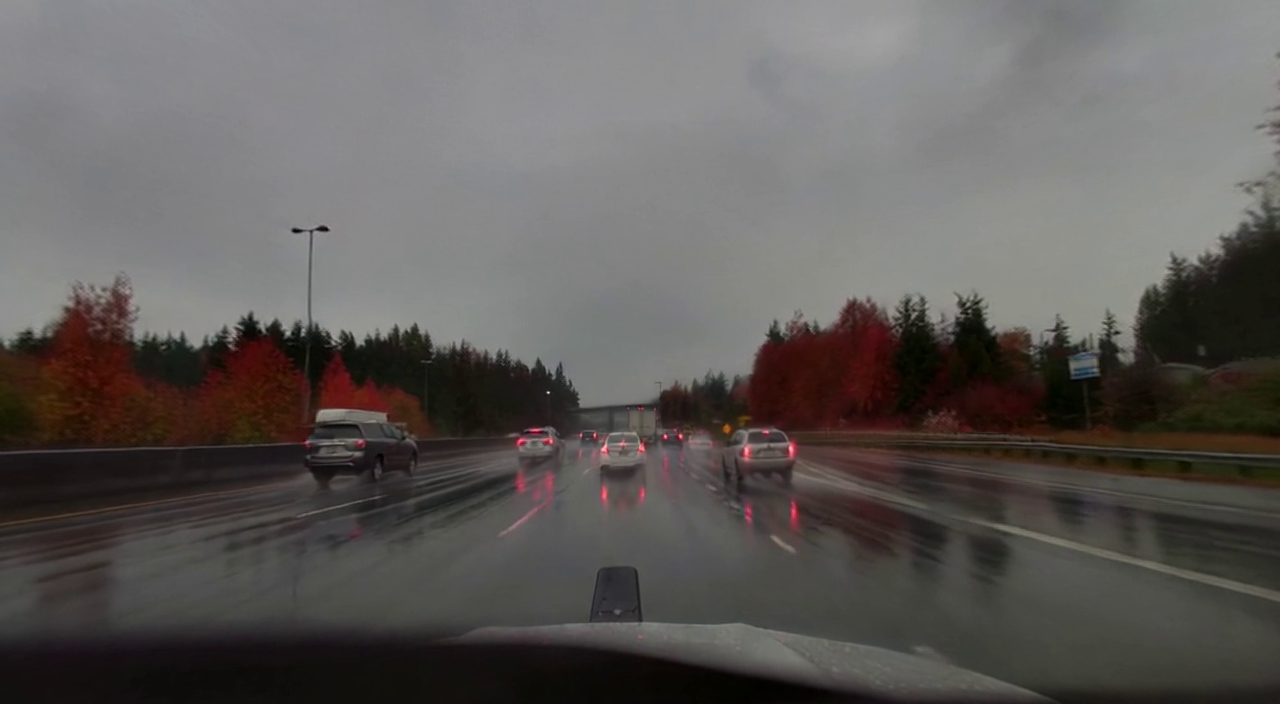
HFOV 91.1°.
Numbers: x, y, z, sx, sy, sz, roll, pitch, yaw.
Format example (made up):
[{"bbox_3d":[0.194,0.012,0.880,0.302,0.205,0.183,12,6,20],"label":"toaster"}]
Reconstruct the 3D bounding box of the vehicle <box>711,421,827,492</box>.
[{"bbox_3d":[3.274,2.733,16.924,2.095,1.650,4.331,0,-8,-1],"label":"vehicle"}]

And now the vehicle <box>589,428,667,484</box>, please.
[{"bbox_3d":[-0.301,3.108,19.193,2.111,1.494,4.364,0,-8,1],"label":"vehicle"}]

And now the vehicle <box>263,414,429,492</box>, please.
[{"bbox_3d":[-7.524,2.626,16.778,2.117,1.779,4.745,0,-8,0],"label":"vehicle"}]

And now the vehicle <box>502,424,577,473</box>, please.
[{"bbox_3d":[-3.673,3.623,23.822,2.064,1.672,4.277,0,-8,1],"label":"vehicle"}]
